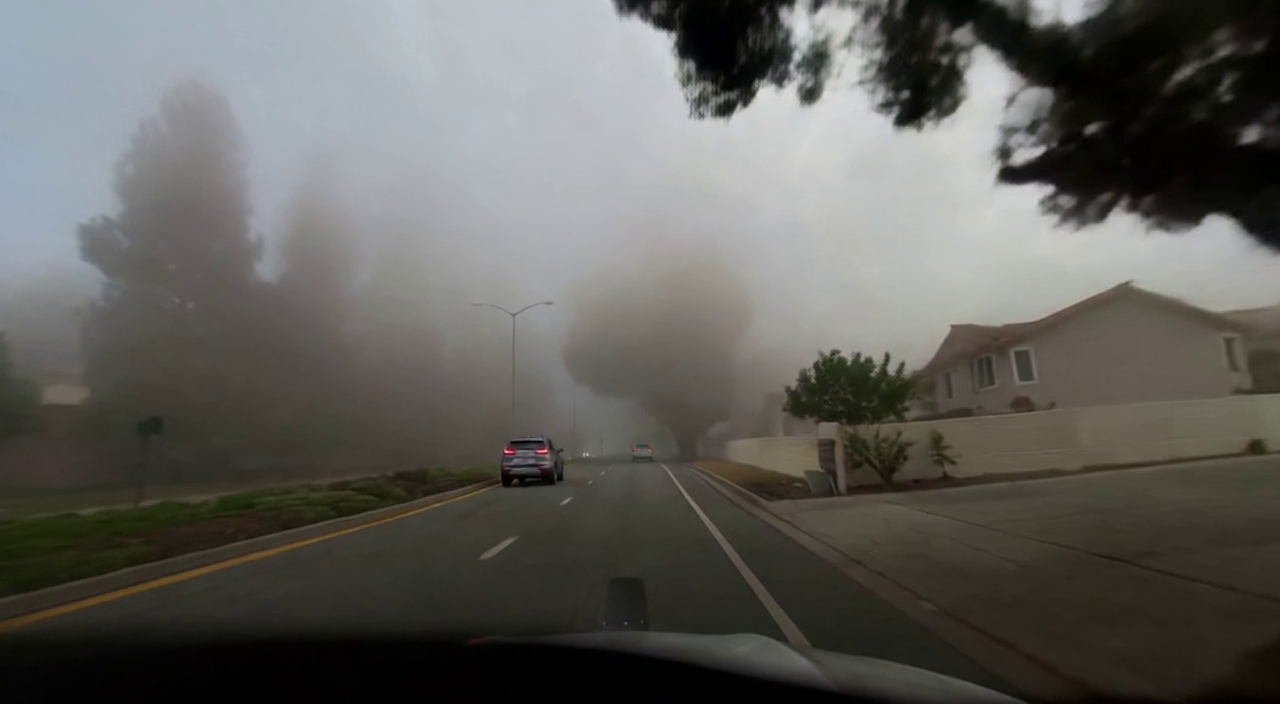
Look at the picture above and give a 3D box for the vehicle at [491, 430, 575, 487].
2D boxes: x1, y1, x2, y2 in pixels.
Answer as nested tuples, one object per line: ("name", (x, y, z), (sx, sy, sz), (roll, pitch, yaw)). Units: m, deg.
("vehicle", (-3.579, 3.659, 22.013), (2.073, 1.770, 4.302), (0, -9, 1))
